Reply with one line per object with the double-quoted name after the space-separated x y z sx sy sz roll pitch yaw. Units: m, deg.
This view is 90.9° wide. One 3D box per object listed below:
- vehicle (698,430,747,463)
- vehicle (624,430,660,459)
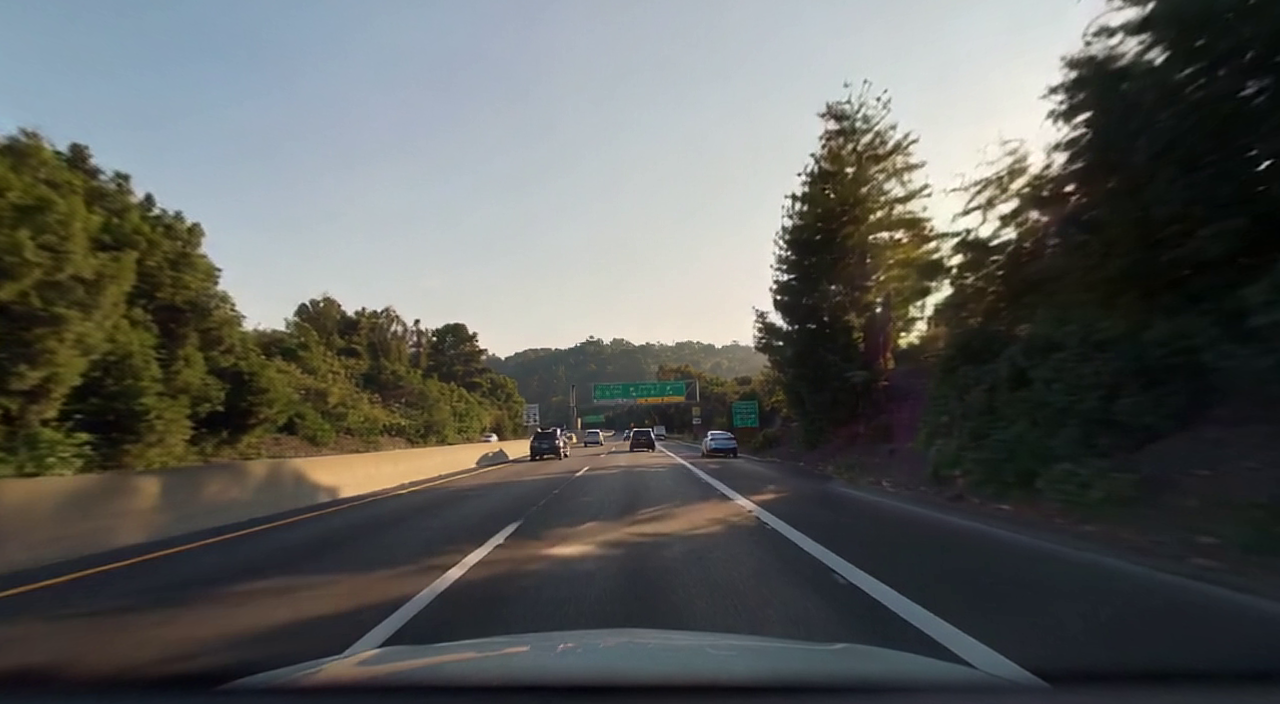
4.005 4.621 31.144 1.841 1.491 3.869 0 -7 -1 "vehicle"
0.089 5.081 34.778 1.869 1.466 3.356 0 -7 -1 "vehicle"
